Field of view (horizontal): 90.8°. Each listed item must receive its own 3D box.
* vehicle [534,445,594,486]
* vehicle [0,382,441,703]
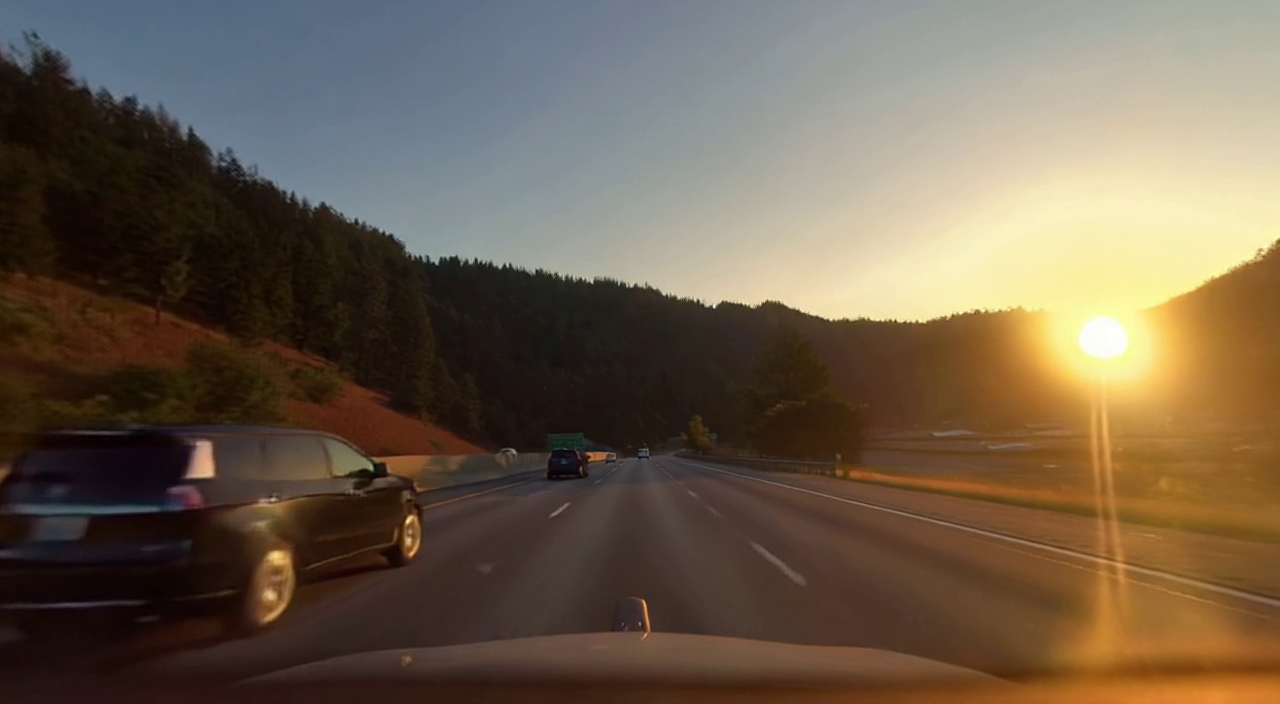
[{"bbox_3d":[-3.060,4.669,26.305,1.944,1.548,4.051,0,-9,1],"label":"vehicle"},{"bbox_3d":[-3.610,1.365,5.546,2.147,1.708,4.630,0,-9,1],"label":"vehicle"}]
